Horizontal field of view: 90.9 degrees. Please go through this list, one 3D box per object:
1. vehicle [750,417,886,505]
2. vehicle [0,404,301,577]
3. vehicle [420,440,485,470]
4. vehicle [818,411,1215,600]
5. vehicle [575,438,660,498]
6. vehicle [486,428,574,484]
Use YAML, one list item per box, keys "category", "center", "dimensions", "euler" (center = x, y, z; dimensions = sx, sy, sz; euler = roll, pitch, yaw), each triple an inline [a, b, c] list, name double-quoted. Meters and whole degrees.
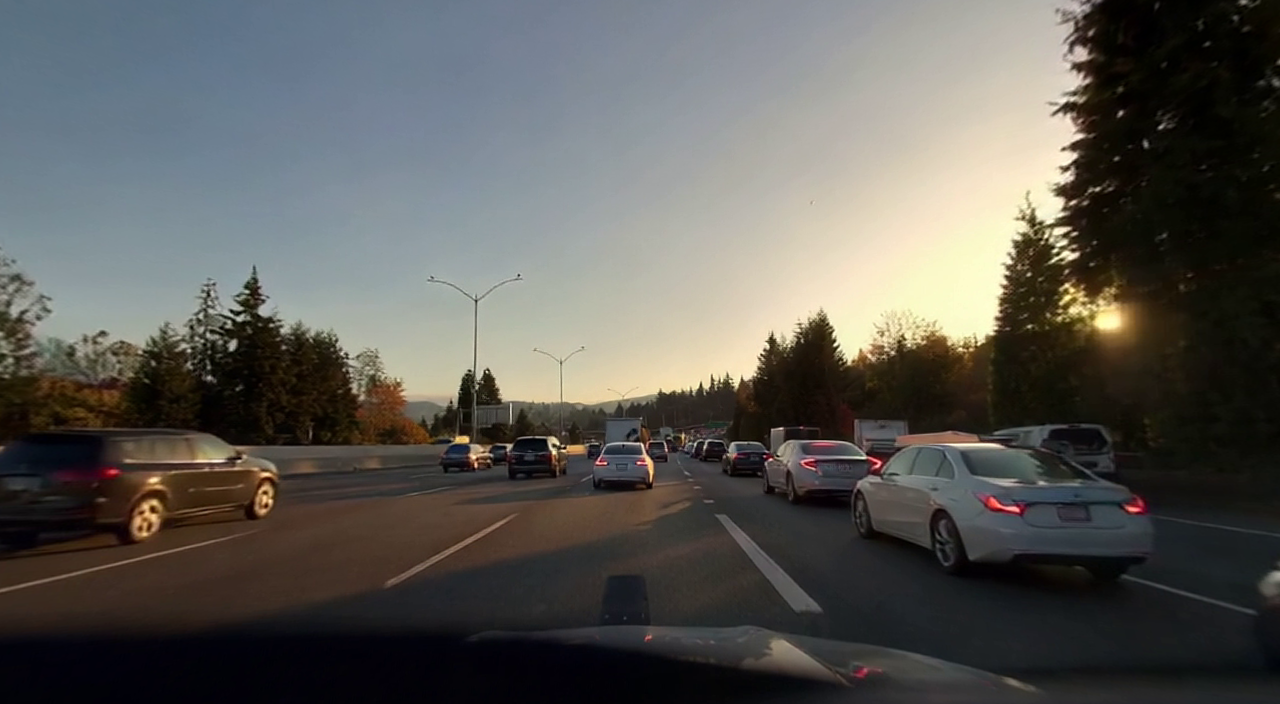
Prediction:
- category: "vehicle"
  center: [4.024, 2.565, 15.193]
  dimensions: [1.999, 1.777, 4.578]
  euler: [0, -8, 1]
- category: "vehicle"
  center: [-7.656, 1.804, 9.057]
  dimensions: [2.214, 1.761, 5.890]
  euler: [0, -8, 1]
- category: "vehicle"
  center: [-10.254, 5.658, 34.846]
  dimensions: [1.907, 1.508, 4.608]
  euler: [-1, -8, 4]
- category: "vehicle"
  center: [3.790, 1.609, 7.569]
  dimensions: [1.984, 1.567, 4.475]
  euler: [0, -8, 0]
- category: "vehicle"
  center: [-0.481, 3.134, 17.512]
  dimensions: [2.070, 1.456, 4.029]
  euler: [0, -8, 2]
- category: "vehicle"
  center: [-3.909, 3.842, 23.578]
  dimensions: [2.110, 1.811, 5.585]
  euler: [0, -8, 2]
